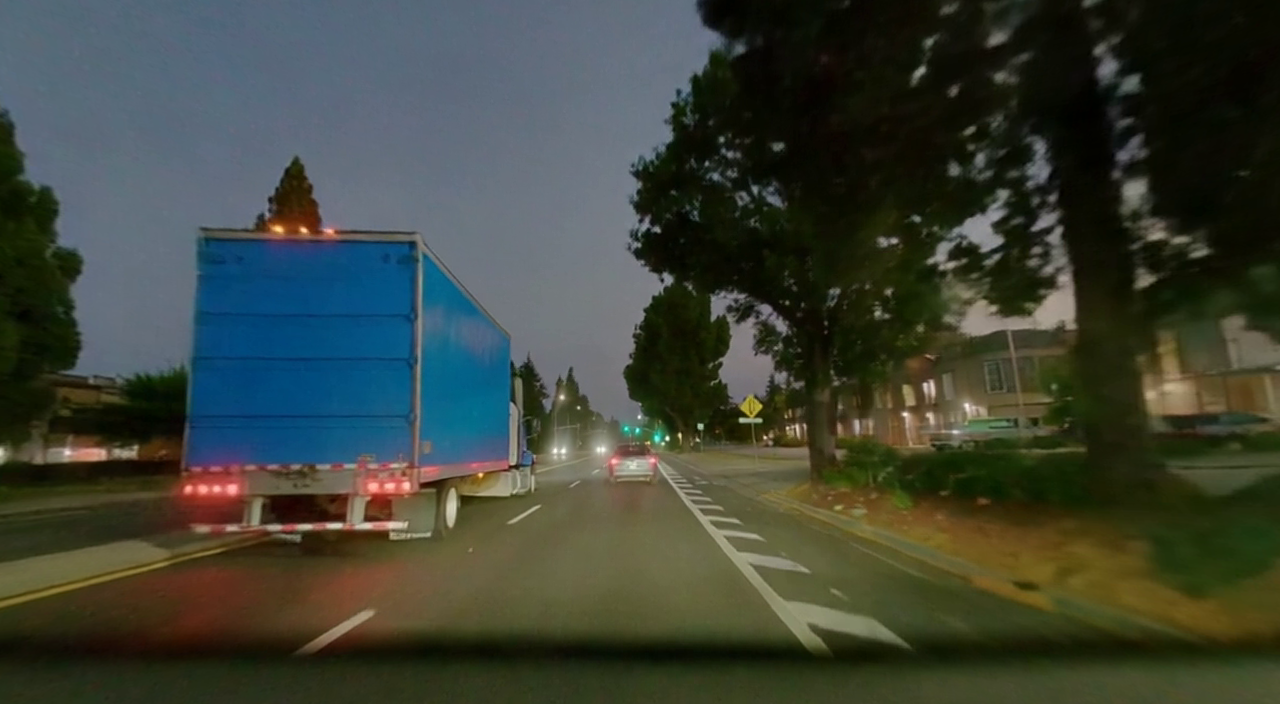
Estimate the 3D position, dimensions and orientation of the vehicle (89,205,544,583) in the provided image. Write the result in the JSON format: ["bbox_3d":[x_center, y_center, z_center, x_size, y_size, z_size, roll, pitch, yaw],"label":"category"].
[{"bbox_3d":[-4.022,1.123,11.689,2.996,3.902,10.410,0,-9,-1],"label":"vehicle"}]

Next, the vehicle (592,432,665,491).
[{"bbox_3d":[-0.363,3.440,20.115,2.094,1.682,3.866,0,-9,-1],"label":"vehicle"}]
